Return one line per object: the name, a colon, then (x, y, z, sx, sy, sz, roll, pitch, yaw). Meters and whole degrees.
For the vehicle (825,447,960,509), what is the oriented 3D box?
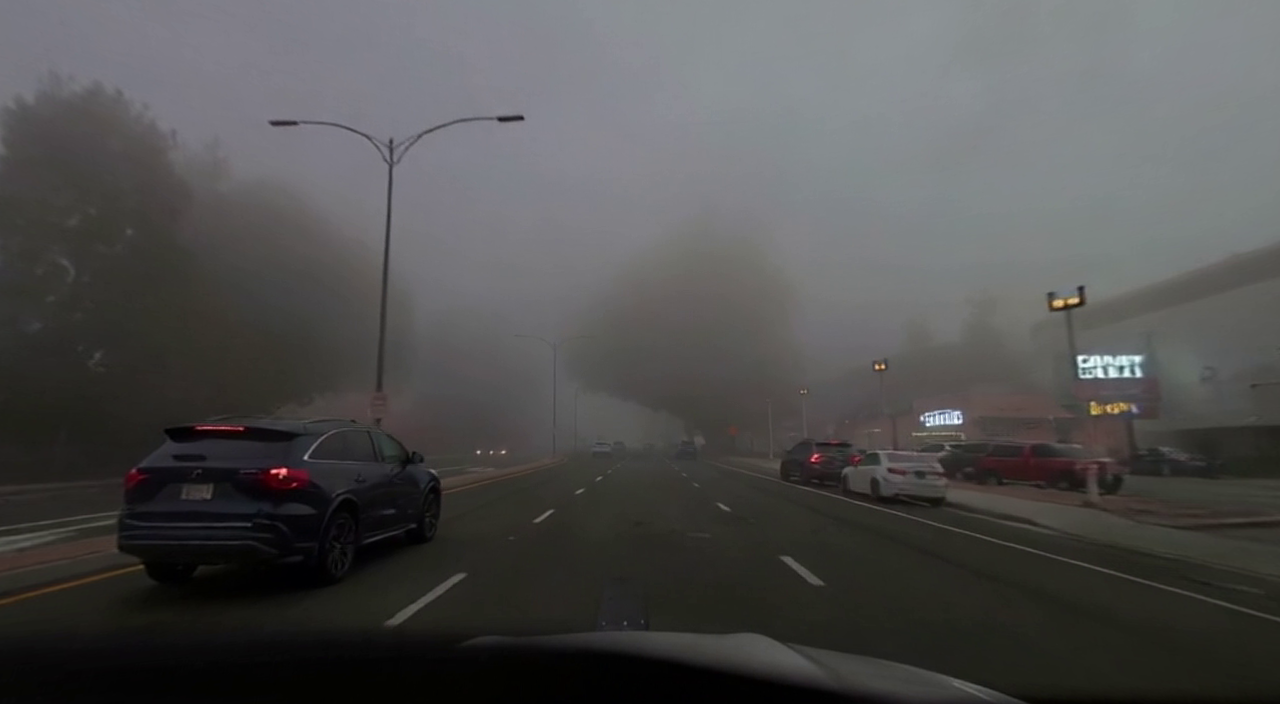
vehicle: (6.710, 3.361, 17.372, 1.888, 1.425, 4.547, 0, -8, 1)

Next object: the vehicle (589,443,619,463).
vehicle: (-2.705, 7.760, 48.711, 2.005, 1.446, 4.265, 0, -8, 1)

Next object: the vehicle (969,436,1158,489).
vehicle: (15.208, 3.934, 22.875, 5.326, 1.690, 2.007, -8, -11, 42)

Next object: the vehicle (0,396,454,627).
vehicle: (-3.552, 1.429, 6.545, 1.983, 1.635, 3.957, 0, -8, 1)

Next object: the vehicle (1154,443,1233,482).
vehicle: (26.395, 5.191, 30.000, 4.673, 1.696, 1.922, 7, -11, -39)

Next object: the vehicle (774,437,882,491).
vehicle: (6.913, 4.178, 24.073, 2.335, 1.790, 5.991, 0, -8, 1)
